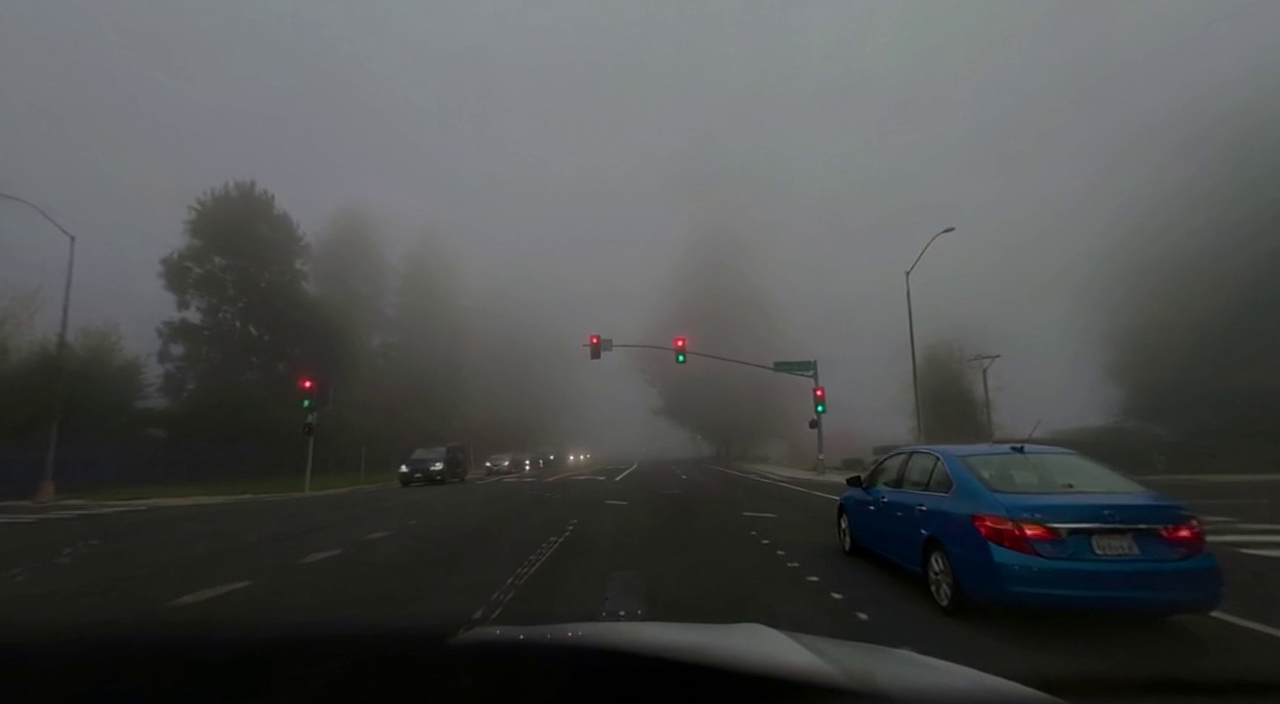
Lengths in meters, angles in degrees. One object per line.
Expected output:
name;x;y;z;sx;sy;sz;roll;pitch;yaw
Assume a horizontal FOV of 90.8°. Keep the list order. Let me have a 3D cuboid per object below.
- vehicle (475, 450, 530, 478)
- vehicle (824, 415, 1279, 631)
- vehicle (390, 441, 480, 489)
vehicle;-8.040;6.567;37.377;1.906;1.468;4.686;-1;-8;3
vehicle;3.828;1.618;7.133;2.129;1.581;4.780;0;-8;1
vehicle;-8.550;4.742;26.924;2.130;1.874;4.691;0;-8;2
